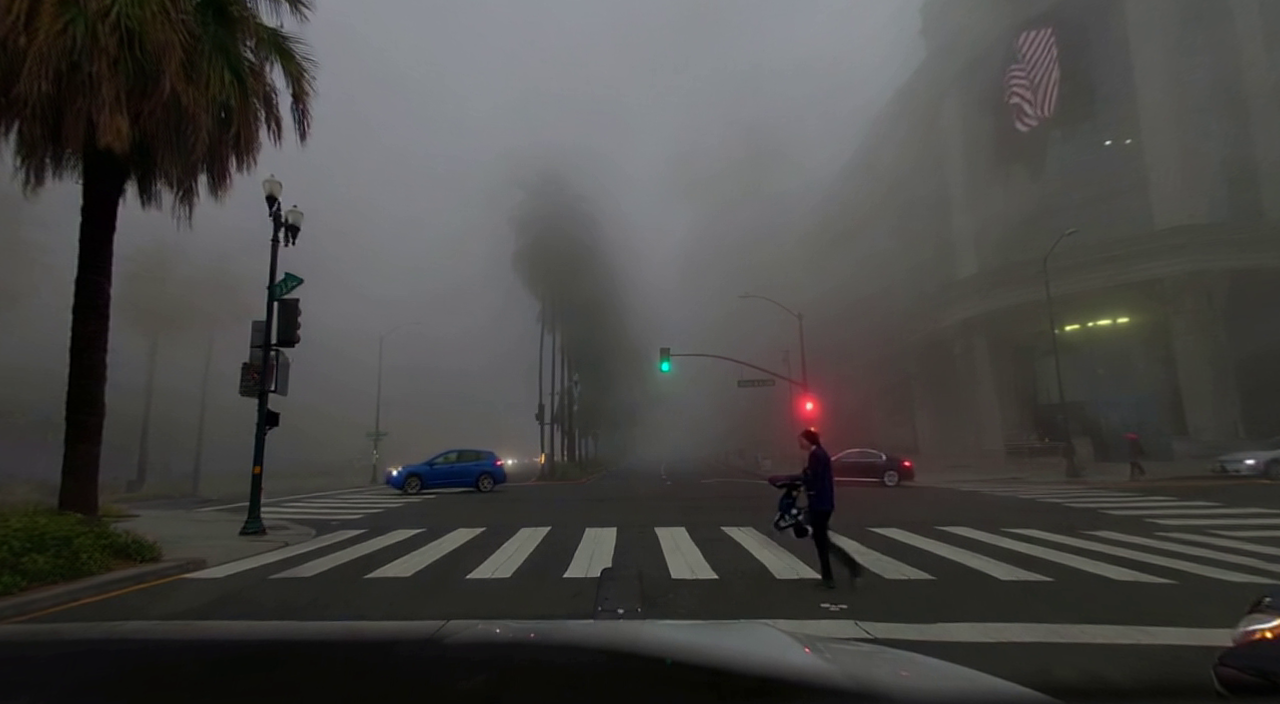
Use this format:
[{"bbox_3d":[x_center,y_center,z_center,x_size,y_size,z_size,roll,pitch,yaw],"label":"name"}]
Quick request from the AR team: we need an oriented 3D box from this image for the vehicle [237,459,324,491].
[{"bbox_3d":[-19.967,6.854,35.413,2.069,1.540,4.774,0,-8,0],"label":"vehicle"}]

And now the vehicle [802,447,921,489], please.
[{"bbox_3d":[8.859,4.596,25.314,4.273,1.525,2.000,-4,-9,22],"label":"vehicle"}]

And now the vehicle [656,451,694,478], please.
[{"bbox_3d":[2.502,8.222,46.523,2.325,1.810,4.827,0,-8,-2],"label":"vehicle"}]

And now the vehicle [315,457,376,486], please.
[{"bbox_3d":[-20.114,8.144,43.374,2.043,1.745,4.420,0,-8,0],"label":"vehicle"}]

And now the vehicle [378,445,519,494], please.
[{"bbox_3d":[-6.584,4.091,22.243,4.499,1.594,1.898,1,-9,-10],"label":"vehicle"}]

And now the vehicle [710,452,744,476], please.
[{"bbox_3d":[6.517,8.436,47.804,2.176,1.690,4.138,-1,-8,3],"label":"vehicle"}]
